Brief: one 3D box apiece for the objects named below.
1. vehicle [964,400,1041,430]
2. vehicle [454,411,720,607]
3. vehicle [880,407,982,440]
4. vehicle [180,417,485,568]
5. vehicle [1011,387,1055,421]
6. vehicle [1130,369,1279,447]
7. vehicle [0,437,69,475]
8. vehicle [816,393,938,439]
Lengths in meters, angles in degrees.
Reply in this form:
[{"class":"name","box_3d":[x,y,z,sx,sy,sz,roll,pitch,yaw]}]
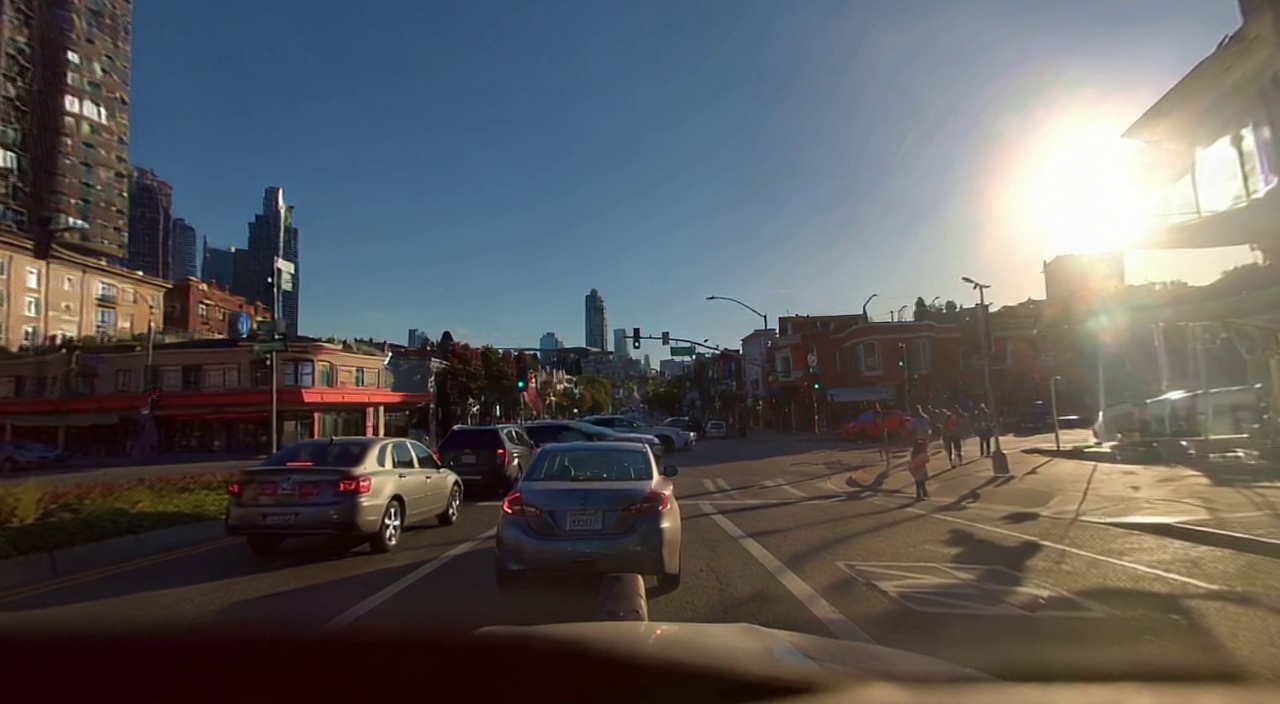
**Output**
[{"class":"vehicle","box_3d":[21.133,3.715,36.752,5.017,1.542,2.055,7,-11,-38]},{"class":"vehicle","box_3d":[-0.433,1.525,6.989,2.082,1.520,3.896,0,-8,-1]},{"class":"vehicle","box_3d":[15.115,3.756,32.839,4.775,1.604,1.915,3,-9,-21]},{"class":"vehicle","box_3d":[-3.700,1.765,8.734,1.934,1.522,4.464,0,-8,0]},{"class":"vehicle","box_3d":[27.016,3.617,43.317,2.152,1.993,5.078,-6,-10,34]},{"class":"vehicle","box_3d":[21.714,2.107,23.192,5.756,2.653,2.403,1,-8,-11]},{"class":"vehicle","box_3d":[-32.410,5.315,32.326,4.280,1.857,2.136,0,-8,1]},{"class":"vehicle","box_3d":[13.763,3.787,36.716,6.541,2.480,2.259,3,-9,-19]}]
